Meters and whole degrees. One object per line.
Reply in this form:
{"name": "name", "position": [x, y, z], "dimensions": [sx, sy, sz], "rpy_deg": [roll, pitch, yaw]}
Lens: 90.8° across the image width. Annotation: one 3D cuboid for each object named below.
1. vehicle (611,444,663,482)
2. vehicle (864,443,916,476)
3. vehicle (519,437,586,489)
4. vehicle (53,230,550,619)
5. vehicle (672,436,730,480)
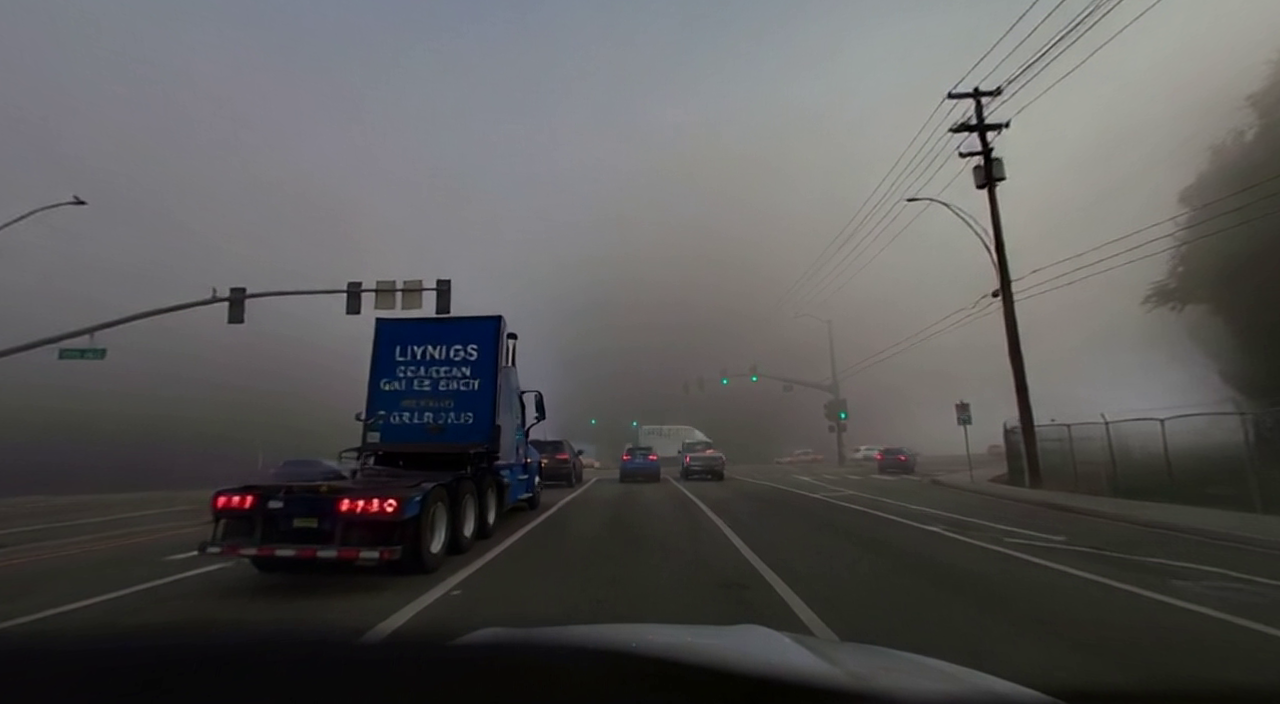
{"name": "vehicle", "position": [-0.178, 4.830, 27.766], "dimensions": [2.117, 1.499, 4.036], "rpy_deg": [0, -9, -1]}
{"name": "vehicle", "position": [13.658, 5.816, 34.400], "dimensions": [2.102, 1.662, 4.533], "rpy_deg": [-5, -10, 27]}
{"name": "vehicle", "position": [-3.302, 4.286, 24.728], "dimensions": [1.994, 1.806, 4.564], "rpy_deg": [0, -9, 0]}
{"name": "vehicle", "position": [-3.429, 1.168, 9.584], "dimensions": [2.889, 3.347, 8.285], "rpy_deg": [0, -9, 0]}
{"name": "vehicle", "position": [2.717, 4.856, 29.216], "dimensions": [2.086, 1.849, 4.607], "rpy_deg": [0, -9, -2]}
